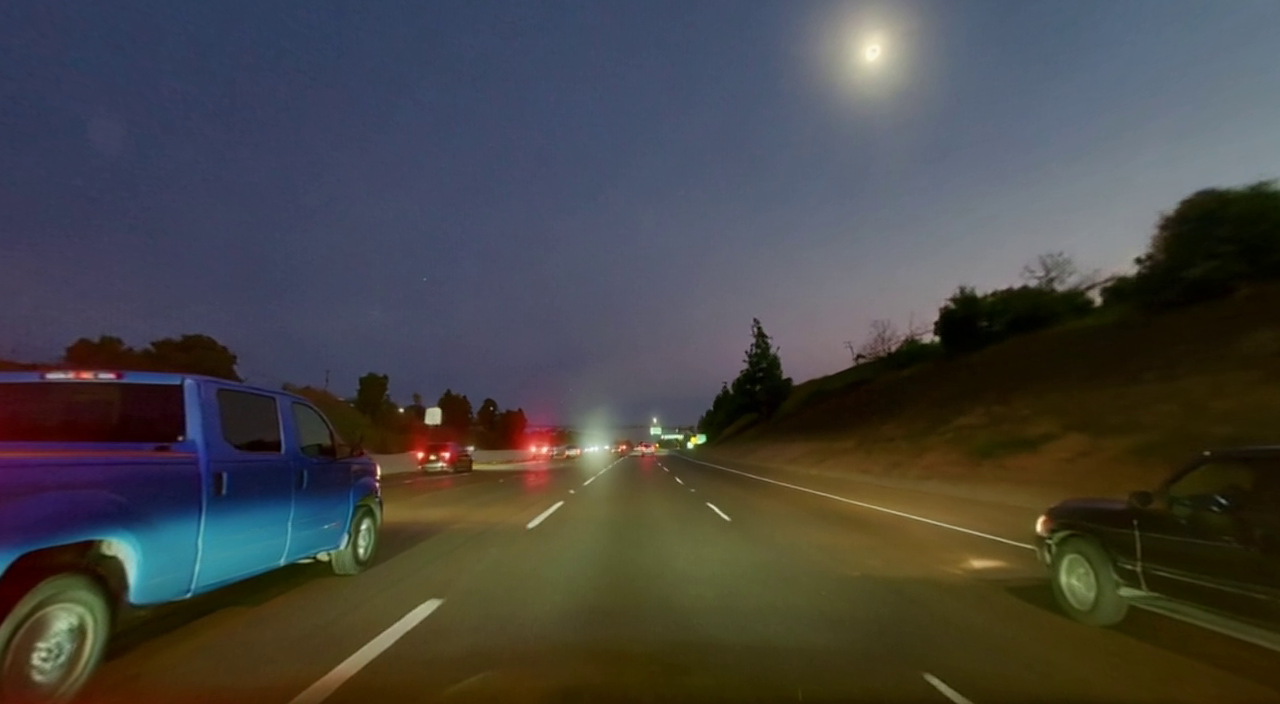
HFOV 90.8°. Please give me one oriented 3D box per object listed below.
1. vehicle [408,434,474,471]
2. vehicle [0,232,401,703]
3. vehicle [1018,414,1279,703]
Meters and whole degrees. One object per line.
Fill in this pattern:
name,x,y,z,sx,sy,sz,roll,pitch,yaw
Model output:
vehicle,-10.952,5.562,35.176,2.012,1.875,4.895,0,-9,1
vehicle,-3.566,0.723,2.932,2.483,2.100,6.208,0,-9,0
vehicle,4.185,1.036,2.834,2.047,1.524,4.619,0,-9,-1
